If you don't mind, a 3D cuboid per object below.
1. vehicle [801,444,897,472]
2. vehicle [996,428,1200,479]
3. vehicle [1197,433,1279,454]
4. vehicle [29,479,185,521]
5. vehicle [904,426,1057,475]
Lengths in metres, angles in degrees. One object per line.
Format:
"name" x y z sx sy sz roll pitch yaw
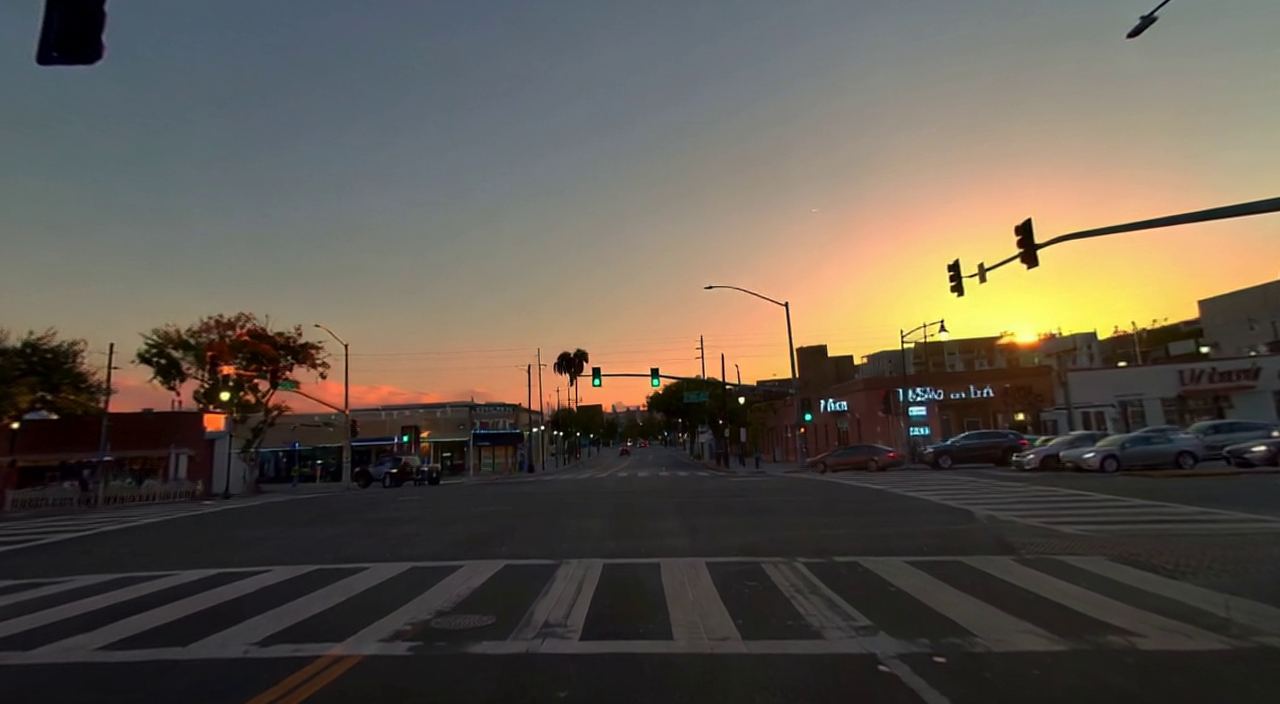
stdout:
"vehicle" 11.562 5.857 35.018 4.728 1.468 2.083 -5 -9 27
"vehicle" 14.356 3.232 20.205 4.835 1.487 1.913 -3 -9 20
"vehicle" 42.044 6.439 44.448 4.347 1.446 1.777 1 -9 -10
"vehicle" -21.161 5.850 25.174 4.676 1.463 1.909 -1 -8 6
"vehicle" 13.000 3.824 24.519 4.916 1.730 1.986 -4 -9 21
